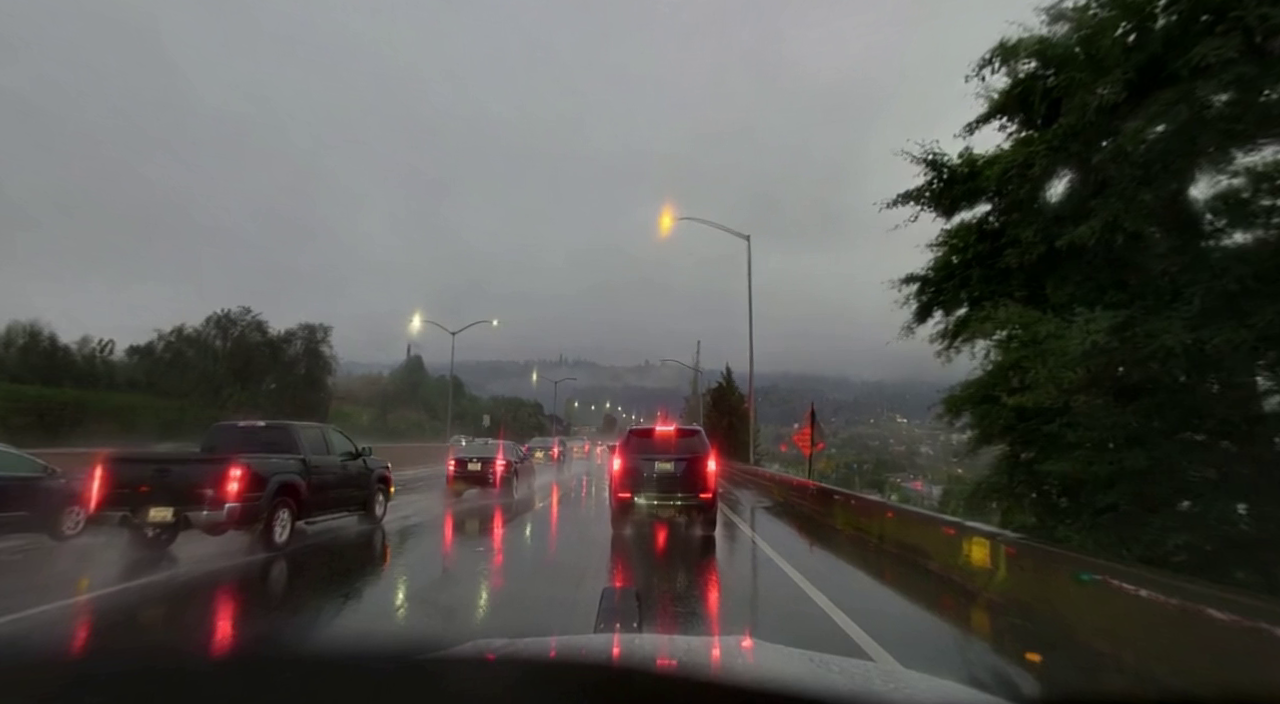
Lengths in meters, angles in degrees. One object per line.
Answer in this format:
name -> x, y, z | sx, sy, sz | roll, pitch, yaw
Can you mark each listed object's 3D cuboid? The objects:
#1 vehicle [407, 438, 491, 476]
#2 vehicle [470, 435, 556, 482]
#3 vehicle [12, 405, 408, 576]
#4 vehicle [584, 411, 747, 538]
vehicle -> -7.866, 4.363, 26.539 | 1.925, 1.454, 4.270 | -1, -9, 4
vehicle -> -4.272, 3.656, 21.928 | 1.868, 1.470, 4.105 | -1, -9, 4
vehicle -> -5.135, 1.708, 8.553 | 2.076, 1.688, 4.334 | -1, -9, 4
vehicle -> 0.426, 2.021, 10.970 | 2.235, 1.716, 4.435 | -1, -8, 2
